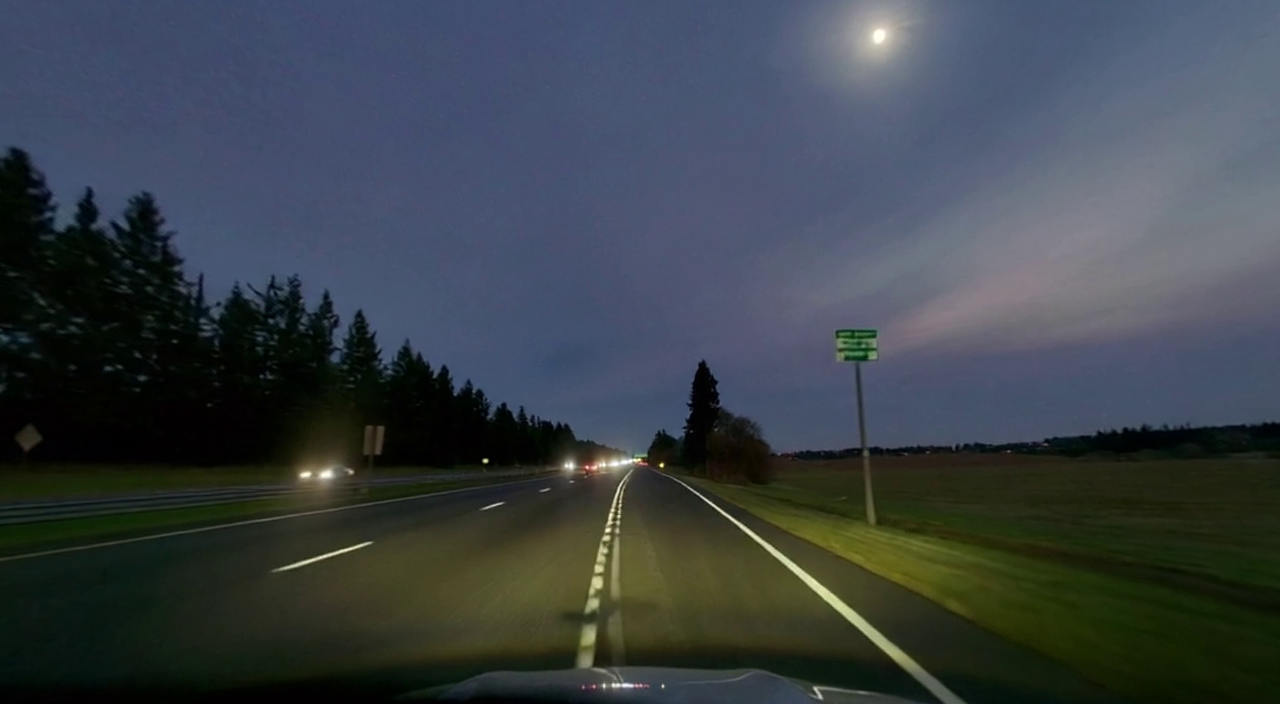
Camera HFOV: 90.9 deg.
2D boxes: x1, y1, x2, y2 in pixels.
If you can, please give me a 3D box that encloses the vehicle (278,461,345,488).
[{"bbox_3d":[-19.939,7.455,38.423,1.874,1.460,4.124,1,-10,-1],"label":"vehicle"}]
